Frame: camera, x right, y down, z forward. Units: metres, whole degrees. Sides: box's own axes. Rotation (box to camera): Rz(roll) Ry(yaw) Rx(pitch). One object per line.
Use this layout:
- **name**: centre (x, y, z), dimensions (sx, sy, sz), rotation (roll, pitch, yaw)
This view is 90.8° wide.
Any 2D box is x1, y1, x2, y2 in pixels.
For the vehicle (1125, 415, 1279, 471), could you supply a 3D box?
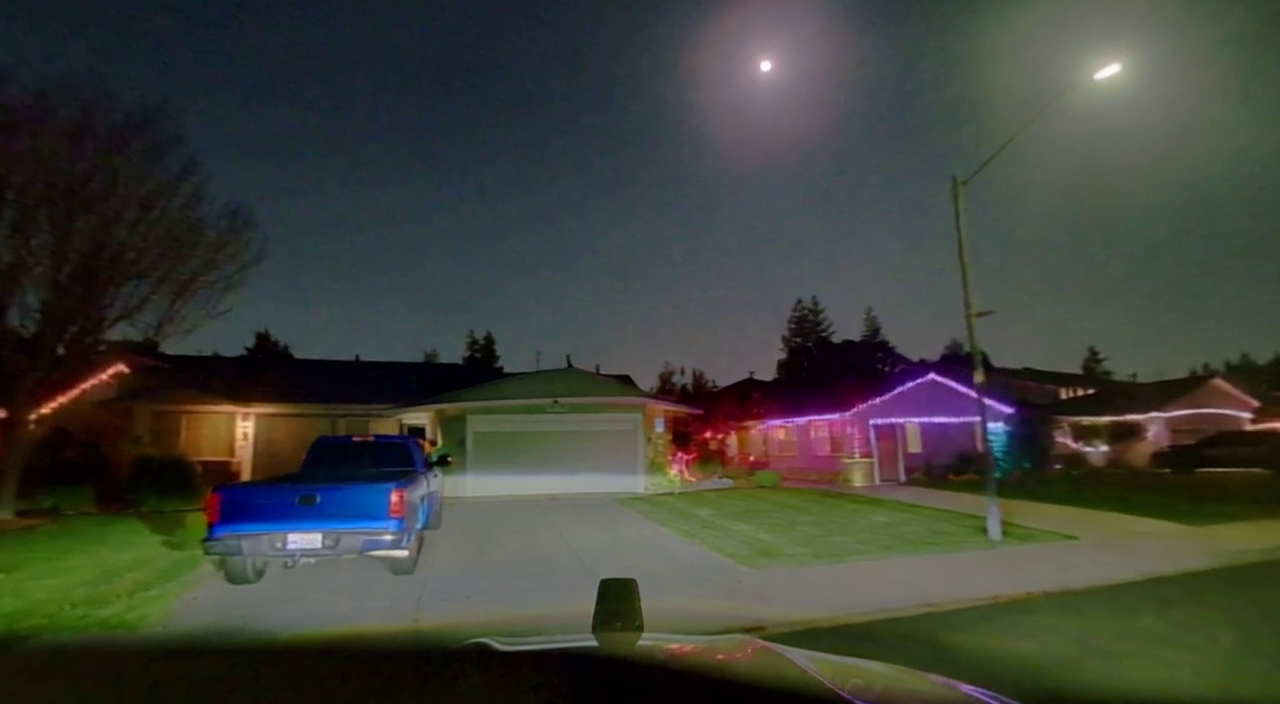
- **vehicle**: centre (17.592, 2.616, 18.568), dimensions (1.807, 1.485, 4.916), rotation (4, -6, -27)
